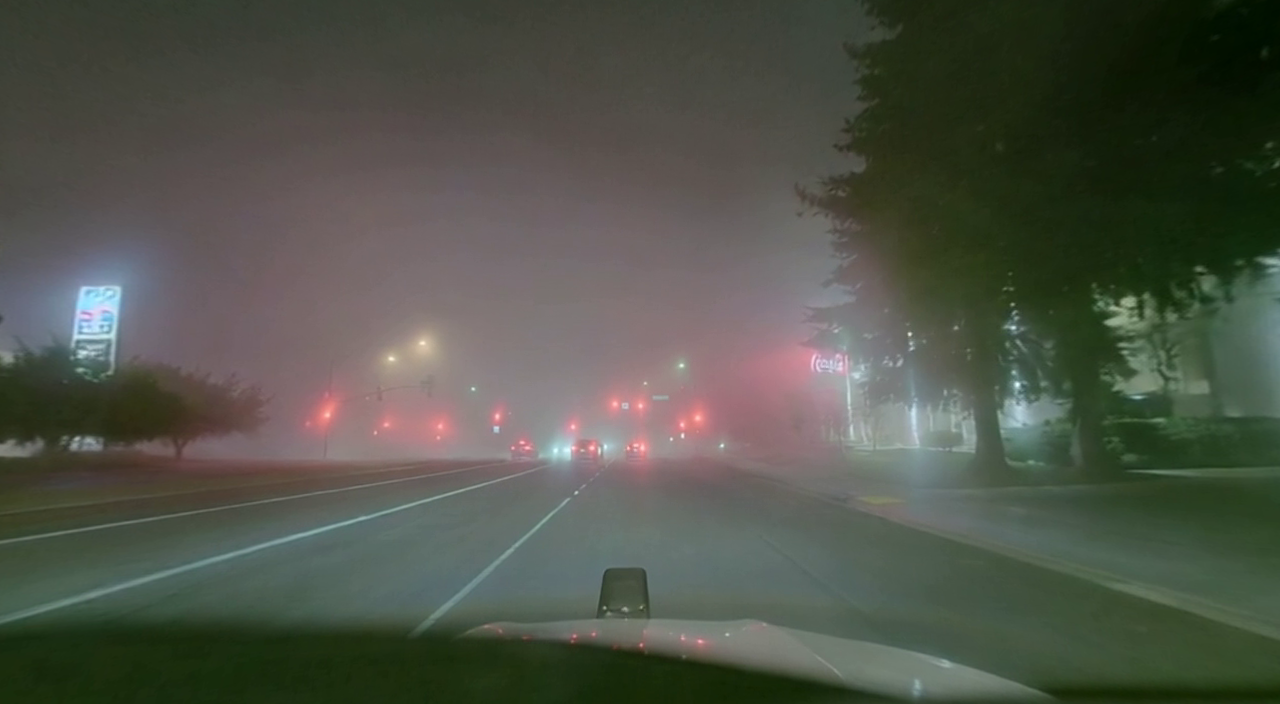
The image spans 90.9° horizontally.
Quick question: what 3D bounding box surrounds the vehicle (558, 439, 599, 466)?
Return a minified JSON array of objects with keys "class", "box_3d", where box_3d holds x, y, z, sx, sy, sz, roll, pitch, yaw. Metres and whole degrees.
[{"class":"vehicle","box_3d":[-3.637,6.045,37.966,2.029,1.517,4.375,0,-9,0]}]
